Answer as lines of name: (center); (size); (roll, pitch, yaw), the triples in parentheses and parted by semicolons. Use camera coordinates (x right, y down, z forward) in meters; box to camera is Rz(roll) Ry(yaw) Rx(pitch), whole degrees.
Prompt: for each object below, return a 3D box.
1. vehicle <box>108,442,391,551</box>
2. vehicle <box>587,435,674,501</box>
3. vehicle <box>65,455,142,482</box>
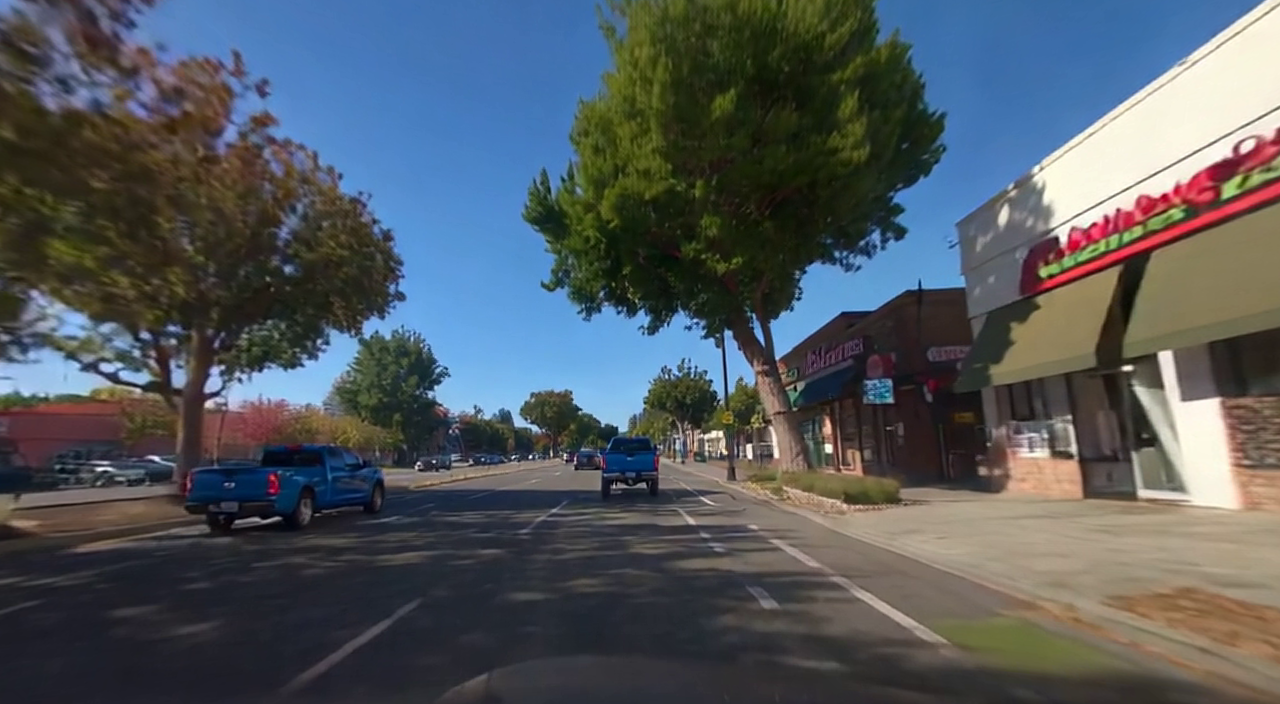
vehicle: (-6.147, 2.283, 10.789); (1.888, 1.424, 4.553); (0, -9, 1)
vehicle: (-0.324, 3.933, 21.916); (2.590, 1.932, 5.776); (0, -9, -1)
vehicle: (-34.300, 7.448, 40.354); (4.460, 1.443, 1.918); (-7, -9, 24)
